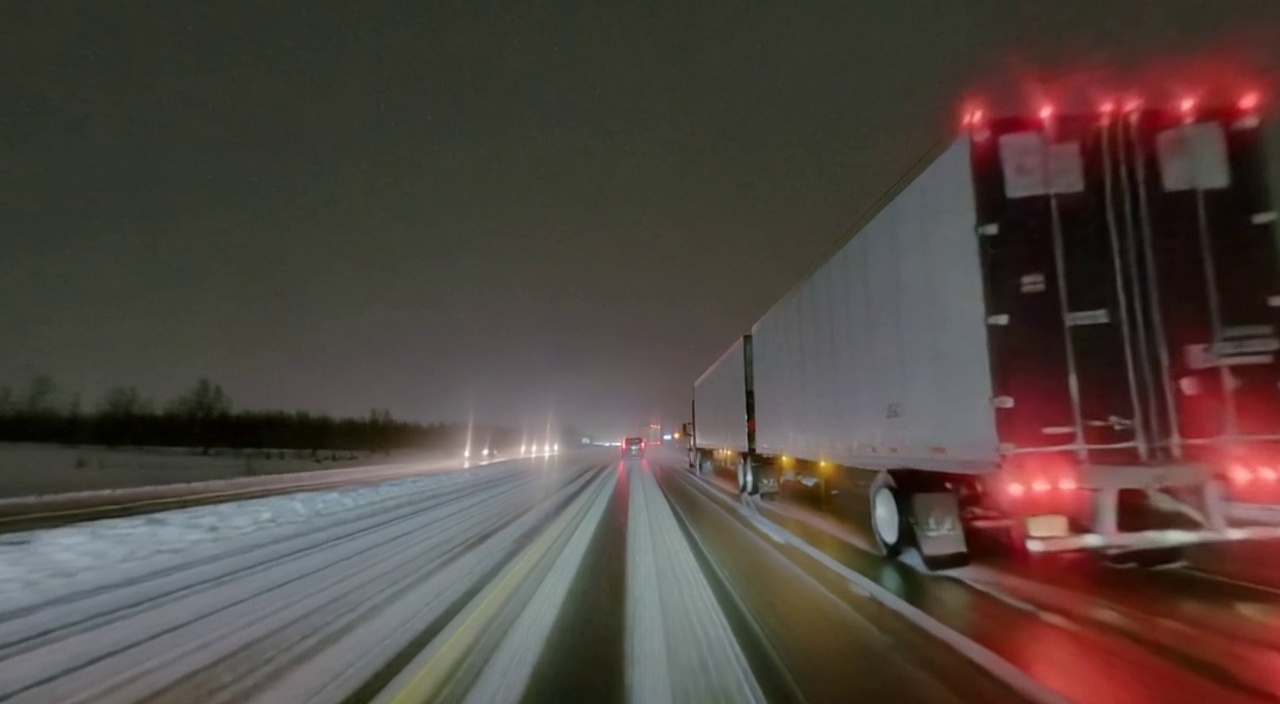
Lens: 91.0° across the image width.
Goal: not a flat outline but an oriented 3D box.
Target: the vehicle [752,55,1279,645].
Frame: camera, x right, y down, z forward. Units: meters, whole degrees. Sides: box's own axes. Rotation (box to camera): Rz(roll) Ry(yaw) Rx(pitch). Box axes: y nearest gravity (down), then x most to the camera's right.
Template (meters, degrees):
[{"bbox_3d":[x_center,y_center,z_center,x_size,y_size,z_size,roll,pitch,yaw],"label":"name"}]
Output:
[{"bbox_3d":[3.872,0.454,8.498,2.967,3.961,8.660,-1,-8,-1],"label":"vehicle"}]

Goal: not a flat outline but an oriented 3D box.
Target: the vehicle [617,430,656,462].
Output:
[{"bbox_3d":[-0.271,6.333,42.698,2.456,2.007,4.728,-1,-8,-1],"label":"vehicle"}]
